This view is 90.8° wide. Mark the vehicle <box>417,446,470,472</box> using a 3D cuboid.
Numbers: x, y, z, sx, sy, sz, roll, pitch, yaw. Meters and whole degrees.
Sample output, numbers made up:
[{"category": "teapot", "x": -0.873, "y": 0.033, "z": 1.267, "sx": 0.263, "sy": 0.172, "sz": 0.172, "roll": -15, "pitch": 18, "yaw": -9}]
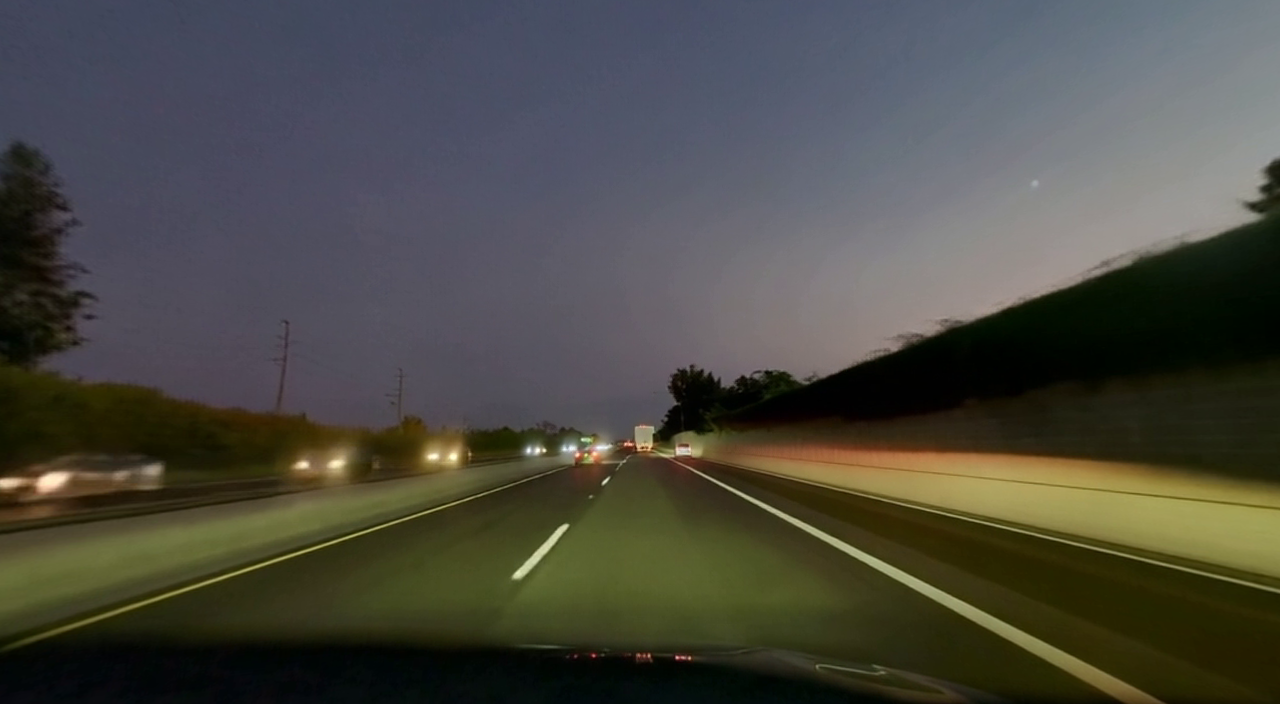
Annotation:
[{"category": "vehicle", "x": -11.688, "y": 6.392, "z": 37.789, "sx": 1.802, "sy": 1.439, "sz": 4.099, "roll": 0, "pitch": -9, "yaw": 1}]

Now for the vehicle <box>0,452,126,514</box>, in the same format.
[{"category": "vehicle", "x": -16.521, "y": 3.403, "z": 16.704, "sx": 1.843, "sy": 1.473, "sz": 4.721, "roll": 0, "pitch": -9, "yaw": 0}]

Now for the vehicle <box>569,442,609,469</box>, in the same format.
[{"category": "vehicle", "x": -2.997, "y": 6.165, "z": 37.829, "sx": 2.020, "sy": 1.475, "sz": 4.434, "roll": 0, "pitch": -9, "yaw": 1}]

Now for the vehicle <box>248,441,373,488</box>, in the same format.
[{"category": "vehicle", "x": -11.666, "y": 3.985, "z": 22.747, "sx": 1.931, "sy": 1.501, "sz": 4.621, "roll": 0, "pitch": -9, "yaw": 1}]
